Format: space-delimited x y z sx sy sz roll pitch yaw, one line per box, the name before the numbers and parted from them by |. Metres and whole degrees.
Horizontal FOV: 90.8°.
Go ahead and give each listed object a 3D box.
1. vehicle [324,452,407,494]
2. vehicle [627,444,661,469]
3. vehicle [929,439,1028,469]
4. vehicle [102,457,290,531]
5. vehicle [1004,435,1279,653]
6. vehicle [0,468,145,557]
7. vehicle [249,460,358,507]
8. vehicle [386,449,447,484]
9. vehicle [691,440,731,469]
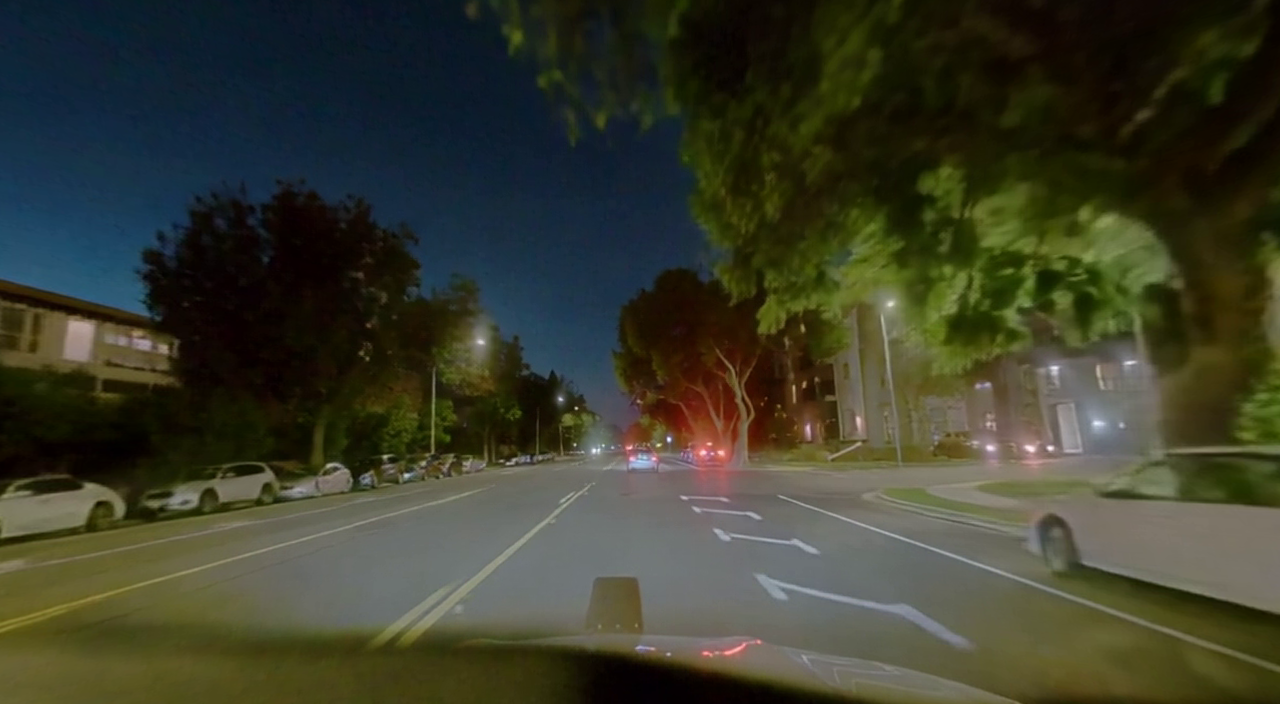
vehicle | -12.715 5.591 29.623 1.938 1.738 4.516 0 -9 -2
vehicle | 0.217 6.483 39.465 2.022 1.471 3.973 0 -9 -1
vehicle | 18.494 5.606 34.668 4.240 1.560 1.929 0 -9 2
vehicle | -12.281 3.906 18.026 1.905 1.503 5.015 -4 -8 -2
vehicle | 5.256 1.385 4.887 1.978 1.438 4.716 0 -9 -1
vehicle | -12.405 3.083 12.321 1.916 1.463 4.564 0 -9 -2
vehicle | -12.520 4.888 23.841 1.810 1.399 4.285 -4 -9 0
vehicle | -12.627 6.462 36.049 1.904 1.805 5.100 0 -9 -3
vehicle | 5.126 7.466 46.441 2.195 2.000 4.789 1 -8 -3
